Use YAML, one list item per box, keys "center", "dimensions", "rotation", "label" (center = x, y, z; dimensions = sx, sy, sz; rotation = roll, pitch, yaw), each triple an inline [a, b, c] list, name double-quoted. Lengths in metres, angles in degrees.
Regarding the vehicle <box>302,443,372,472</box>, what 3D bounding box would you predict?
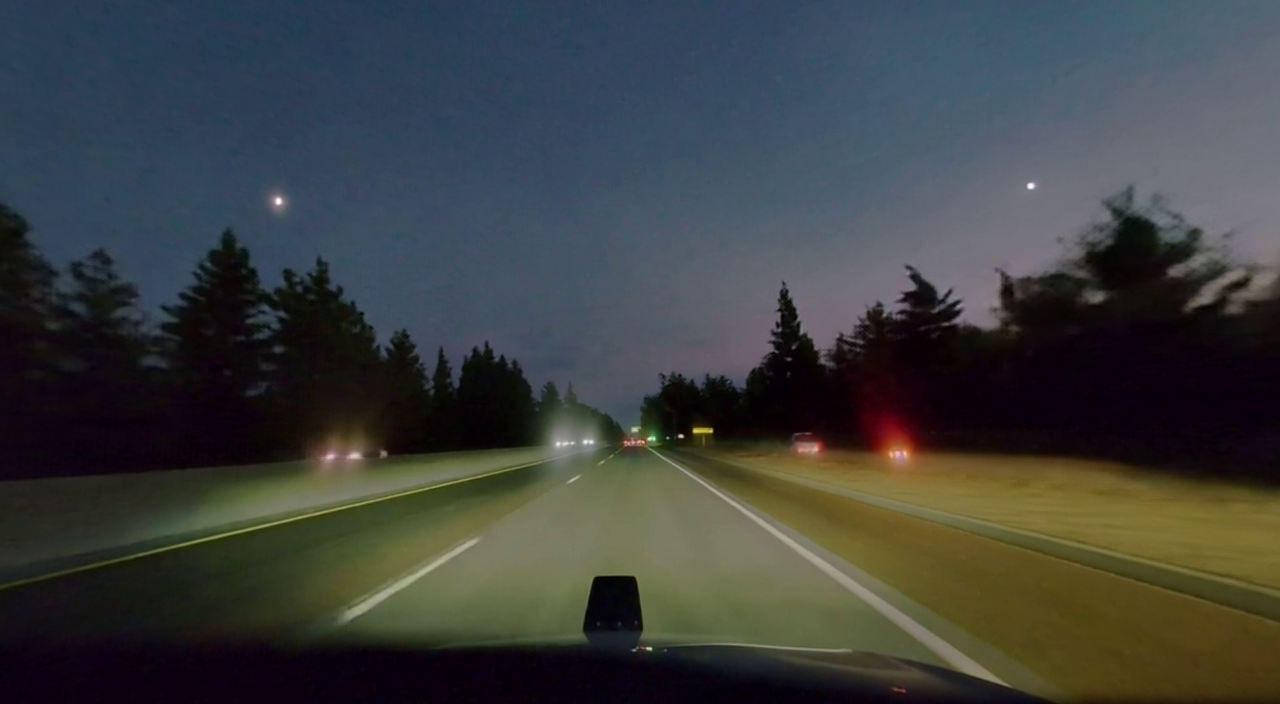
- center: [-16.452, 5.724, 34.410]
  dimensions: [1.829, 1.464, 3.999]
  rotation: [0, -8, 0]
  label: "vehicle"
